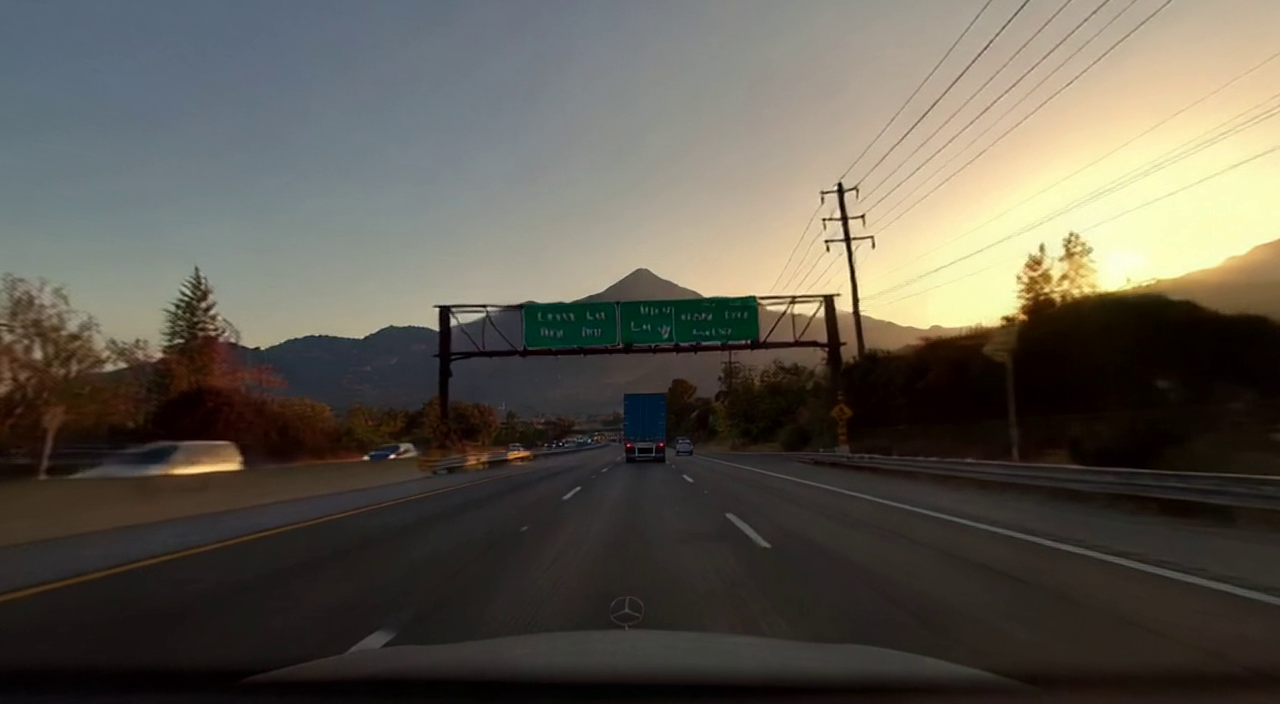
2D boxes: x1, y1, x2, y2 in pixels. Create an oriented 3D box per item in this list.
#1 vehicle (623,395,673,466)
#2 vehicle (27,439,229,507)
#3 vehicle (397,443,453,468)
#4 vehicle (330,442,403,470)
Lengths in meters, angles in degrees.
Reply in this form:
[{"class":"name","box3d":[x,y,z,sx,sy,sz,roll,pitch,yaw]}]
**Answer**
[{"class":"vehicle","box3d":[0.369,5.418,42.642,2.919,4.101,11.541,0,-8,-1]},{"class":"vehicle","box3d":[-15.967,3.751,20.165,2.107,1.872,5.115,0,-8,0]},{"class":"vehicle","box3d":[-15.885,7.644,46.948,2.048,1.702,6.079,0,-8,1]},{"class":"vehicle","box3d":[-20.000,7.619,46.413,3.060,1.932,5.089,-1,-8,0]}]
